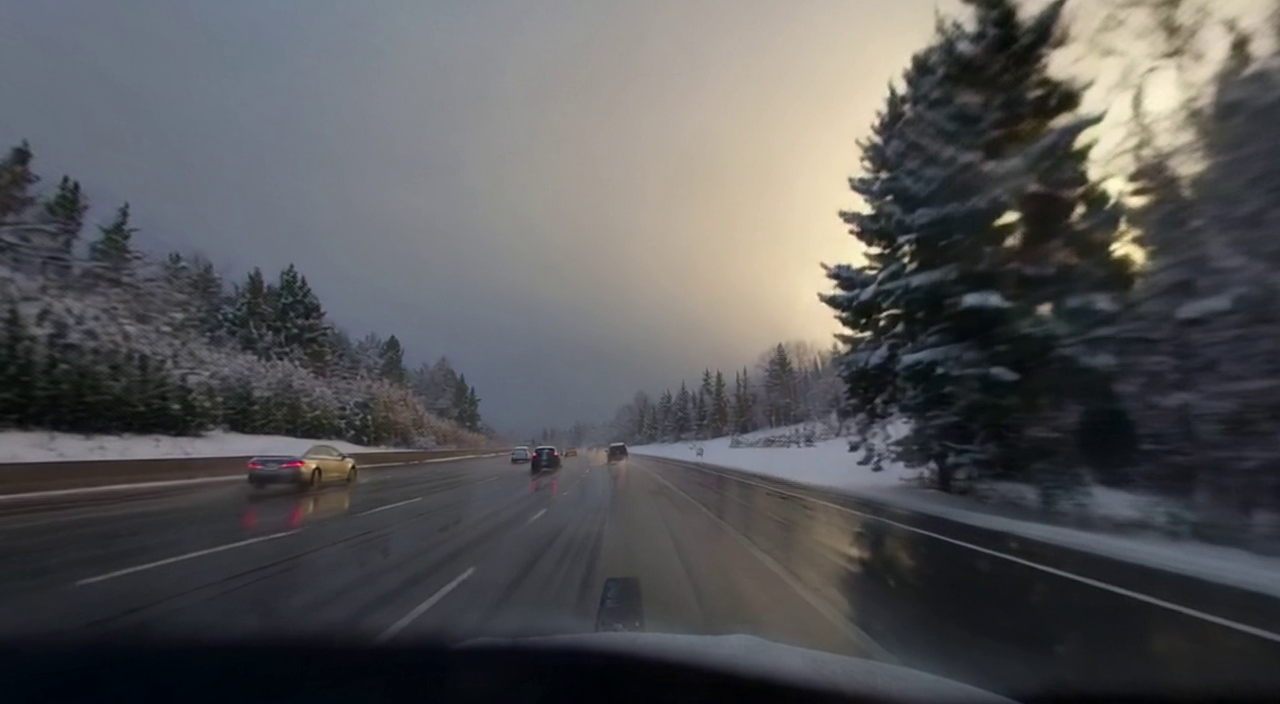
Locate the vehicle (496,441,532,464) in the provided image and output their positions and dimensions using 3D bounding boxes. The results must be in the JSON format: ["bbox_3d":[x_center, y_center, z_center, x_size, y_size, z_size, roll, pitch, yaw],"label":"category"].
[{"bbox_3d":[-9.313,7.498,46.922,2.015,1.608,4.294,0,-9,-3],"label":"vehicle"}]

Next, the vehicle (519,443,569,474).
[{"bbox_3d":[-4.872,5.462,32.486,2.120,1.458,4.031,0,-9,-2],"label":"vehicle"}]

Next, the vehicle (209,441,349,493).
[{"bbox_3d":[-11.548,3.696,20.599,1.960,1.487,4.593,0,-9,-1],"label":"vehicle"}]
